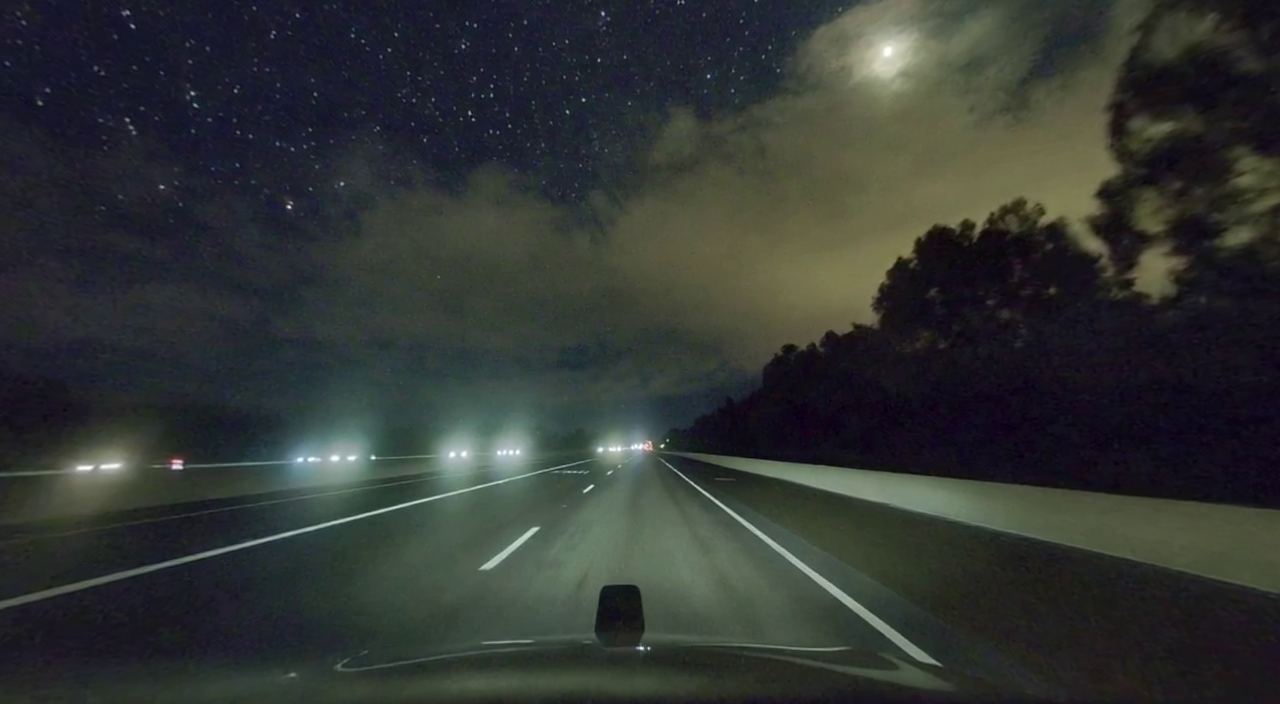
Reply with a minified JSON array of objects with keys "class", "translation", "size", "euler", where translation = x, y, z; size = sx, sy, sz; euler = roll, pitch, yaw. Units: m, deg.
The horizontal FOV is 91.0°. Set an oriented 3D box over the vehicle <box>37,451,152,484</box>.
[{"class":"vehicle","translation":[-35.732,7.519,41.544],"size":[2.235,1.961,5.862],"euler":[0,-9,1]}]
